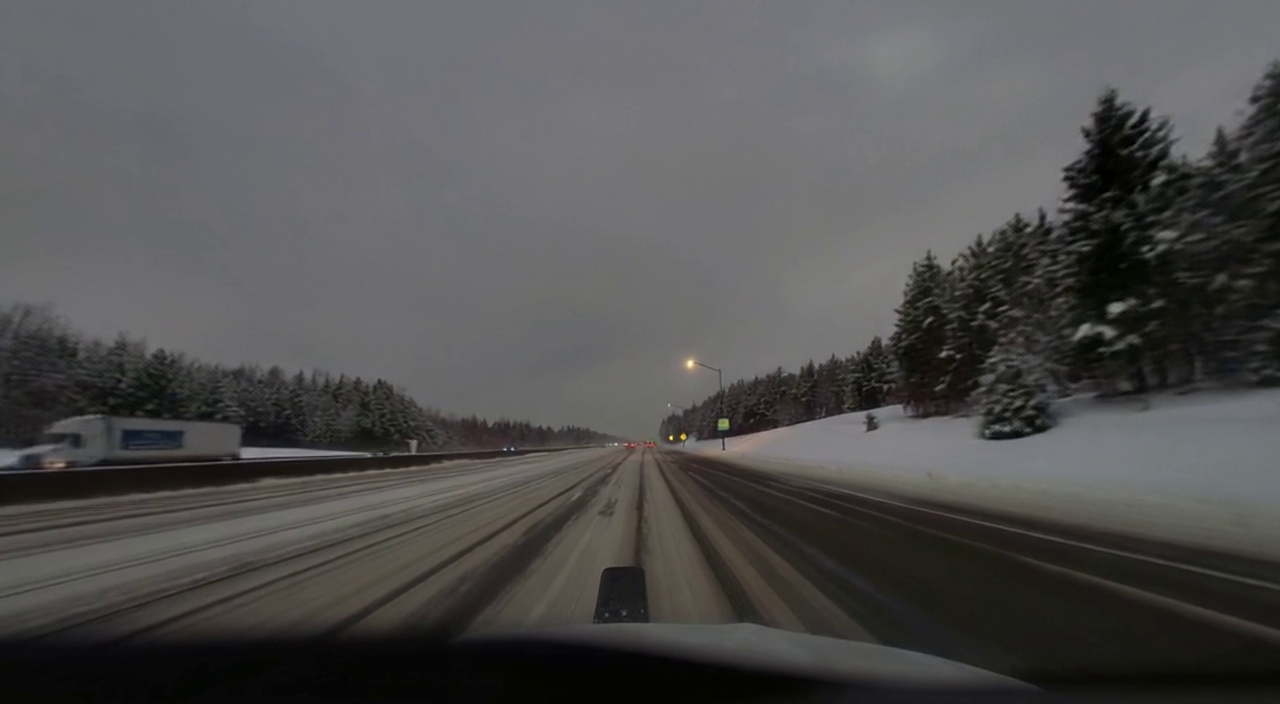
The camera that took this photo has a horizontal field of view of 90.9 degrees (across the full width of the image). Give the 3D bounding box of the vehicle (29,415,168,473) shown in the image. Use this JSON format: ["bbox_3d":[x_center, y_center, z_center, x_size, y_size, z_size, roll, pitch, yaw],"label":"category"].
[{"bbox_3d":[-36.427,6.274,42.891,2.926,3.590,6.935,-1,-8,2],"label":"vehicle"}]
